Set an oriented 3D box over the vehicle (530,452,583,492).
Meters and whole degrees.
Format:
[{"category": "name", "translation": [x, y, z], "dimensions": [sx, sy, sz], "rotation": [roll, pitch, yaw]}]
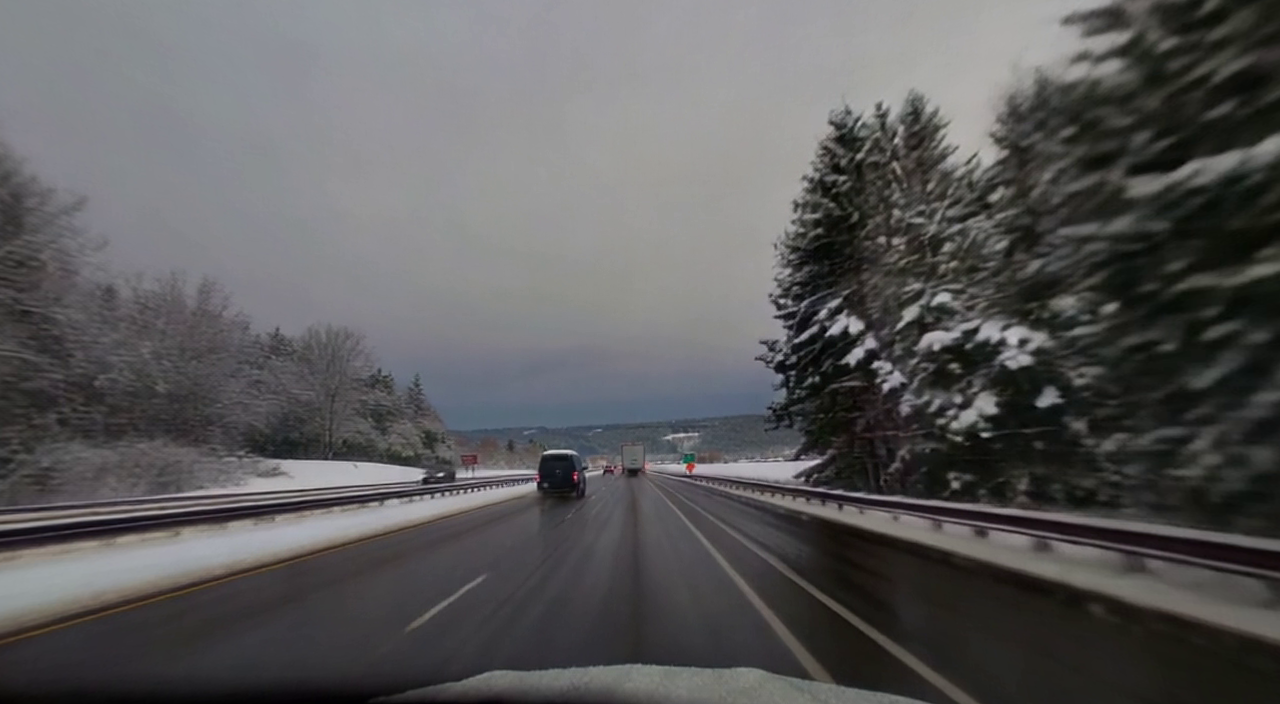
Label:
[{"category": "vehicle", "translation": [-4.438, 6.501, 34.250], "dimensions": [2.208, 1.973, 4.716], "rotation": [1, -10, 0]}]
